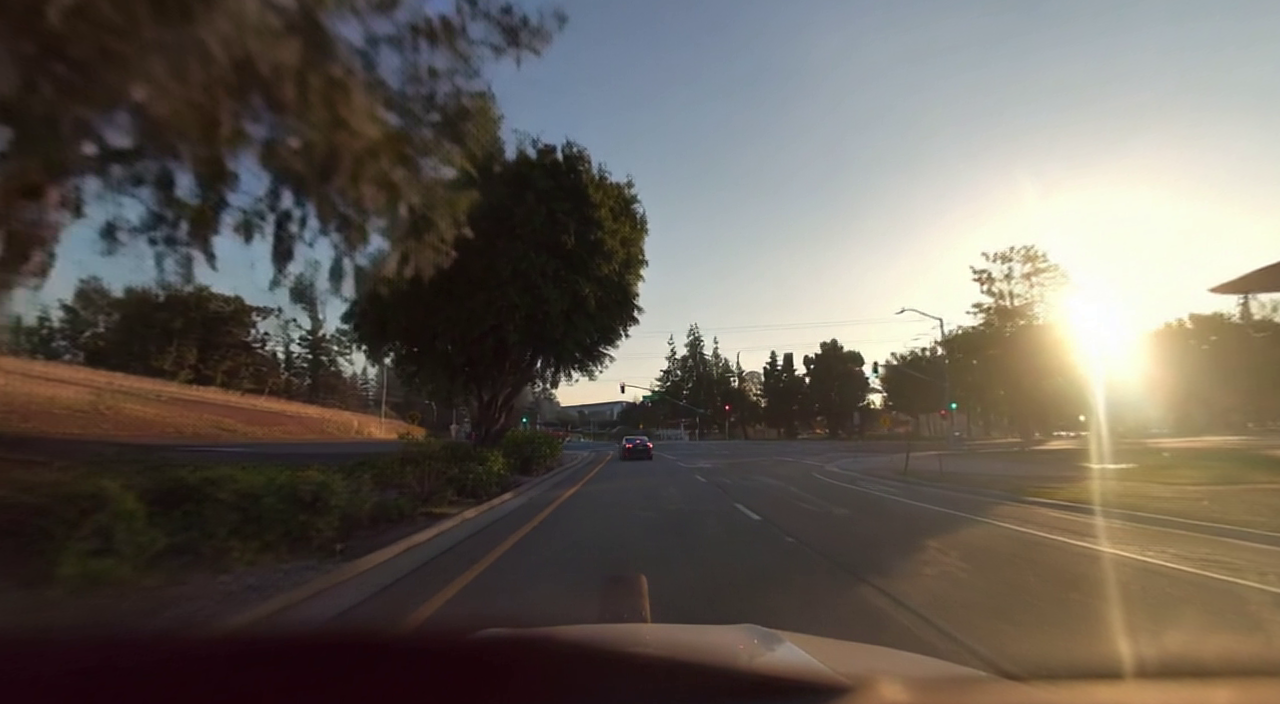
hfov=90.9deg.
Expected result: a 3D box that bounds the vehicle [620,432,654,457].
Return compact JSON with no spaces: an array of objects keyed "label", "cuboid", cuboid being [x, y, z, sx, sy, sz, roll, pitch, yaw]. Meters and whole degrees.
[{"label":"vehicle","cuboid":[-0.225,5.809,39.716,2.056,1.473,4.380,0,-8,-1]}]
